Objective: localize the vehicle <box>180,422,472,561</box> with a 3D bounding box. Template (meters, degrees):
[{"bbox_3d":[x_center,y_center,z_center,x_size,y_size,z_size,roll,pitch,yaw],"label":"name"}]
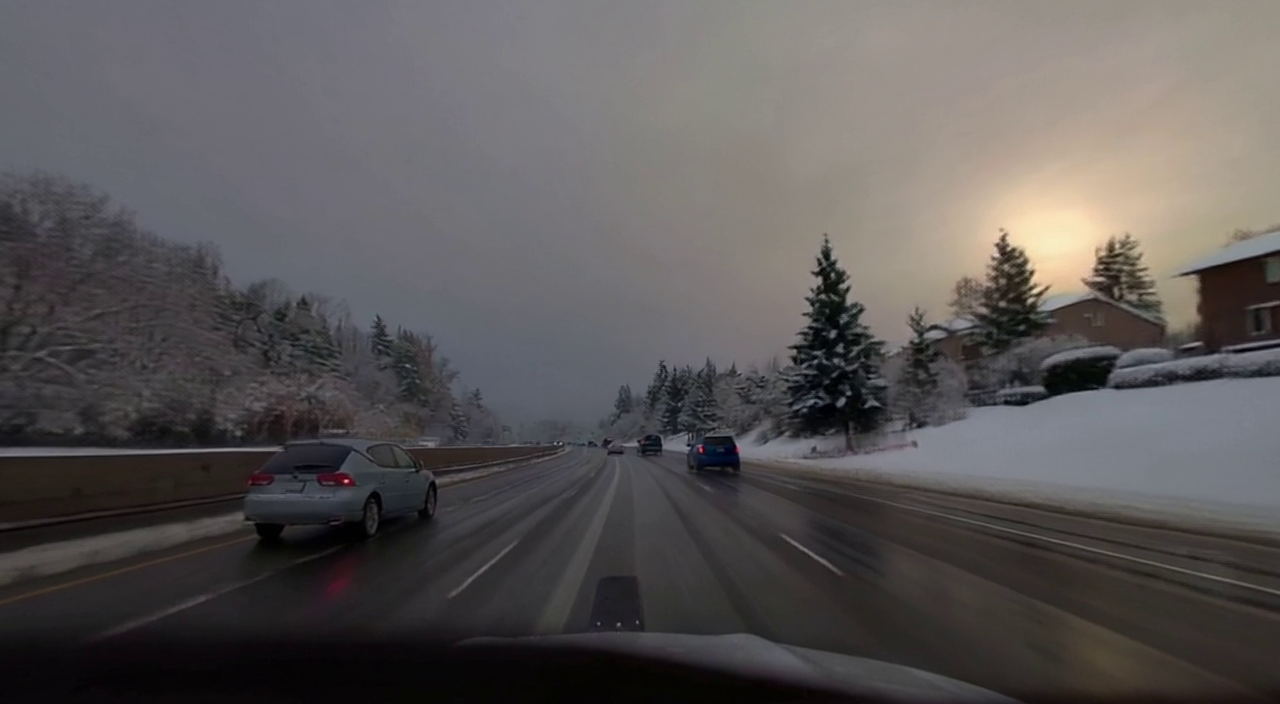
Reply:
[{"bbox_3d":[-4.078,1.883,9.245,2.036,1.528,4.400,0,-9,0],"label":"vehicle"}]

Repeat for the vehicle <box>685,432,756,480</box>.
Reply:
[{"bbox_3d":[3.031,4.051,24.718,2.092,1.686,4.188,0,-8,-2],"label":"vehicle"}]
